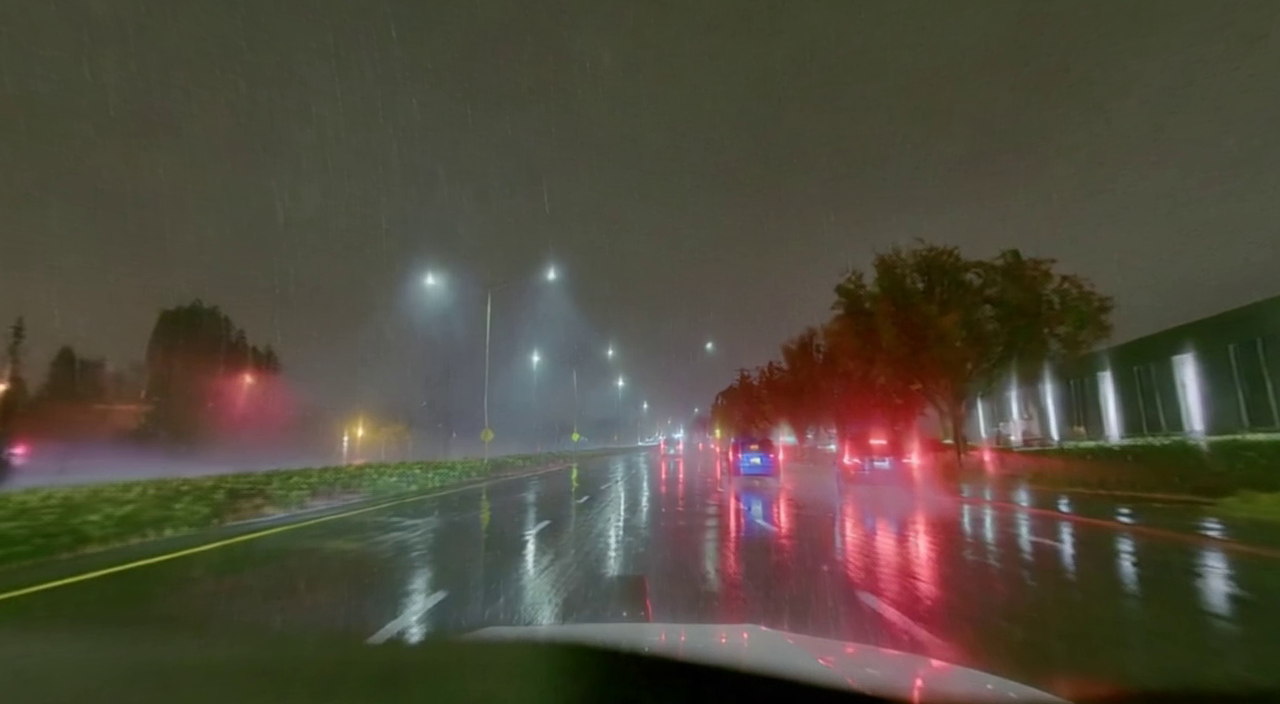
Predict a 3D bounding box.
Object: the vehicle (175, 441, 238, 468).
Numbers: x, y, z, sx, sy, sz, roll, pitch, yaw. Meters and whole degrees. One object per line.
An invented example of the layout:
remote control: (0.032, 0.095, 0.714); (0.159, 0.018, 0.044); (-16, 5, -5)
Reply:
vehicle: (-27.950, 6.572, 40.558); (4.266, 1.583, 2.078); (-7, -11, 38)

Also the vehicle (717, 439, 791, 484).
vehicle: (4.166, 4.073, 23.776); (1.981, 1.499, 4.536); (0, -8, 1)

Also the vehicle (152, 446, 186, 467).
vehicle: (-36.851, 8.165, 49.397); (1.838, 1.516, 4.662); (5, -10, -34)

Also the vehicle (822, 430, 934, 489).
vehicle: (8.061, 3.695, 21.916); (2.104, 1.801, 4.628); (0, -8, 1)
